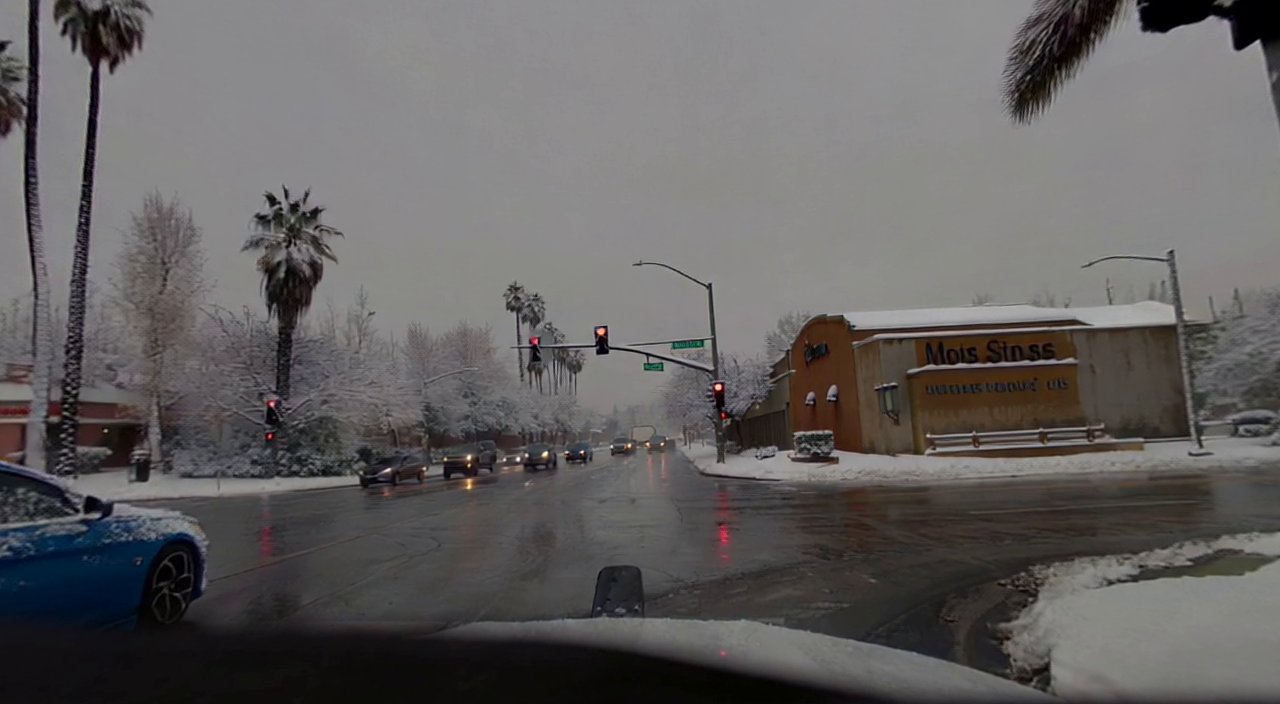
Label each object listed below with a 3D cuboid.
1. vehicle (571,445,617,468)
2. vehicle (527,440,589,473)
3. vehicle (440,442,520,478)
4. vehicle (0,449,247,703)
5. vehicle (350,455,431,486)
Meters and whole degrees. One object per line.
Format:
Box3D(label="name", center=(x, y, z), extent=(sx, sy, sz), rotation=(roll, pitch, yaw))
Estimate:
Box3D(label="vehicle", center=(-3.152, 7.238, 44.016), extent=(1.839, 1.468, 4.549), rotation=(-2, -9, 14))
Box3D(label="vehicle", center=(-4.642, 6.008, 36.488), extent=(2.092, 1.709, 4.775), rotation=(-2, -9, 12))
Box3D(label="vehicle", center=(-8.637, 5.883, 34.695), extent=(2.152, 1.825, 5.406), rotation=(-2, -9, 10))
Box3D(label="vehicle", center=(-3.695, 1.020, 2.242), extent=(1.850, 1.325, 4.295), rotation=(0, -9, 0))
Box3D(label="vehicle", center=(-12.769, 6.080, 32.686), extent=(1.880, 1.440, 4.418), rotation=(-1, -9, 8))
